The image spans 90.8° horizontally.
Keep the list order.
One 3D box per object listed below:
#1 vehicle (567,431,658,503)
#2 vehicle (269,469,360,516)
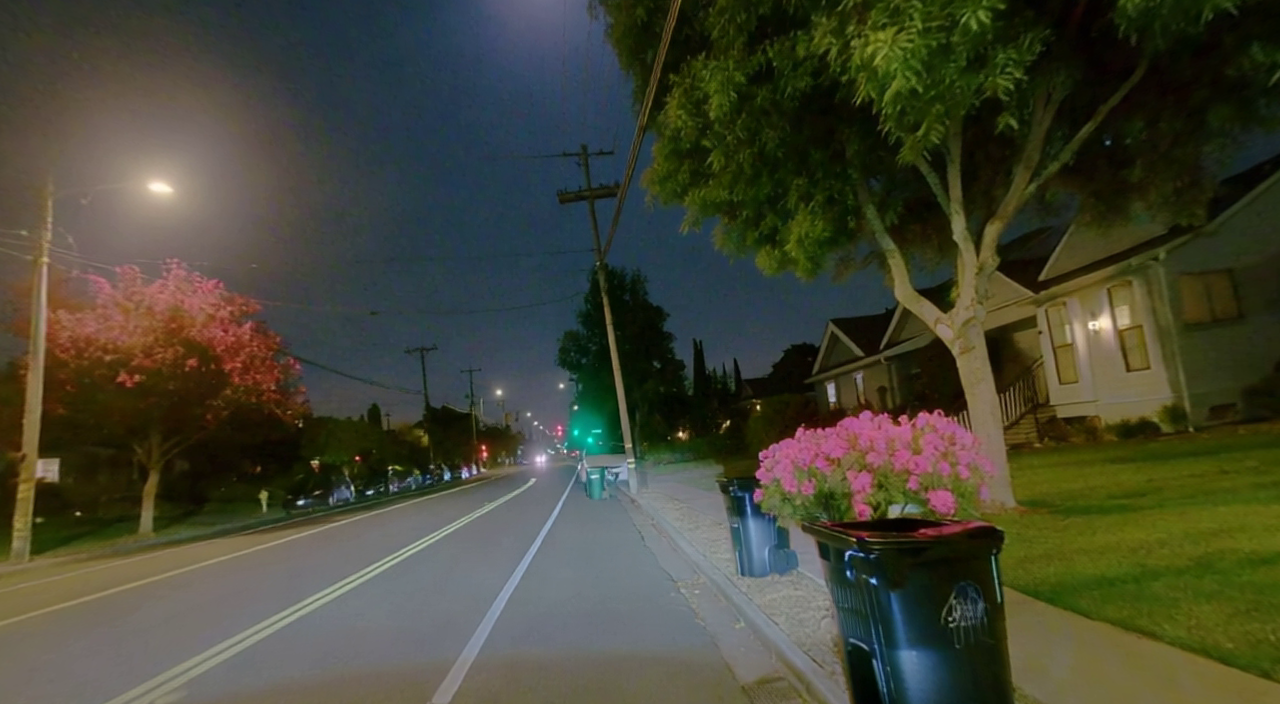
[{"bbox_3d":[-0.821,3.082,17.382,2.190,1.708,4.115,0,-8,-4],"label":"vehicle"},{"bbox_3d":[-13.758,5.923,26.985,1.982,1.660,4.142,1,-8,-6],"label":"vehicle"}]
